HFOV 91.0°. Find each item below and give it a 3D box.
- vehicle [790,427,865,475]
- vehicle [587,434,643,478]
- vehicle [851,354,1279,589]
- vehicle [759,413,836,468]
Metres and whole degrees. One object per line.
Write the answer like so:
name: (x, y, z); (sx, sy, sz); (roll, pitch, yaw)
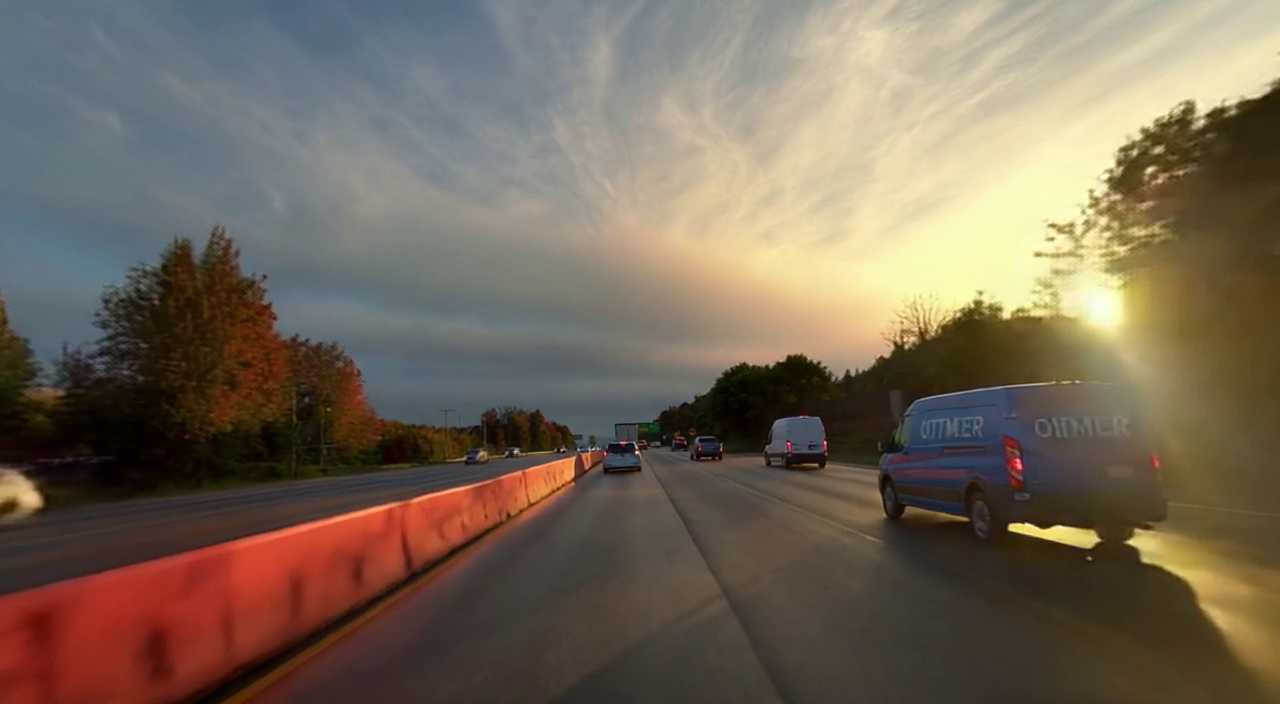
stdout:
vehicle: (8.270, 4.380, 28.073); (2.255, 1.960, 3.229); (0, -8, -1)
vehicle: (-0.983, 4.158, 25.465); (2.100, 1.636, 3.620); (0, -8, -2)
vehicle: (4.794, 1.376, 8.034); (2.223, 2.008, 5.121); (0, -8, -2)
vehicle: (8.112, 4.642, 33.081); (2.385, 2.635, 5.633); (0, -8, -2)
